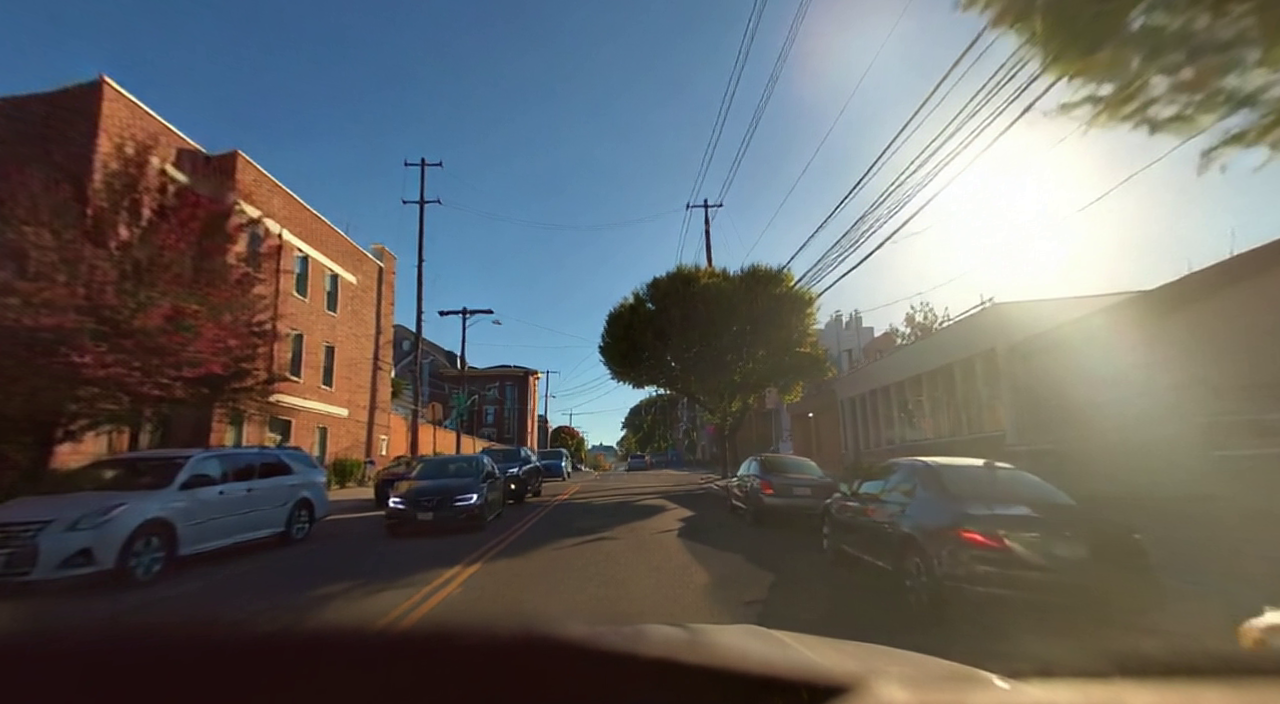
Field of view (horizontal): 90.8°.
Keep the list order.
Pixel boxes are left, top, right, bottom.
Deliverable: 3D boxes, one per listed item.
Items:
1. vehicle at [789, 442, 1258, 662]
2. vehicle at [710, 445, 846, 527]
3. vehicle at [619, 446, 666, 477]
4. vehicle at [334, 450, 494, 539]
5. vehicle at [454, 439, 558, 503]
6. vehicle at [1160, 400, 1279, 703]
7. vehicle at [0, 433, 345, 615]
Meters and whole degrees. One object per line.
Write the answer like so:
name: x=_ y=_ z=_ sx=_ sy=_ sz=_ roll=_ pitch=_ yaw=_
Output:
vehicle: x=3.198 y=1.716 z=6.733 sx=1.946 sy=1.474 sz=4.710 roll=0 pitch=-8 yaw=-2
vehicle: x=2.854 y=2.851 z=14.153 sx=1.913 sy=1.509 sz=4.436 roll=0 pitch=-8 yaw=-2
vehicle: x=0.220 y=6.460 z=37.532 sx=2.059 sy=1.736 sz=3.994 roll=-2 pitch=-9 yaw=11
vehicle: x=-5.062 y=2.900 z=13.693 sx=1.994 sy=1.510 sz=4.802 roll=6 pitch=-10 yaw=-34
vehicle: x=-4.217 y=3.813 z=20.837 sx=2.236 sy=1.834 sz=4.743 roll=0 pitch=-8 yaw=2
vehicle: x=3.302 y=0.708 z=0.603 sx=1.895 sy=1.553 sz=4.235 roll=0 pitch=-8 yaw=-2
vehicle: x=-6.916 y=2.230 z=9.553 sx=2.263 sy=1.882 sz=5.706 roll=0 pitch=-8 yaw=-1
